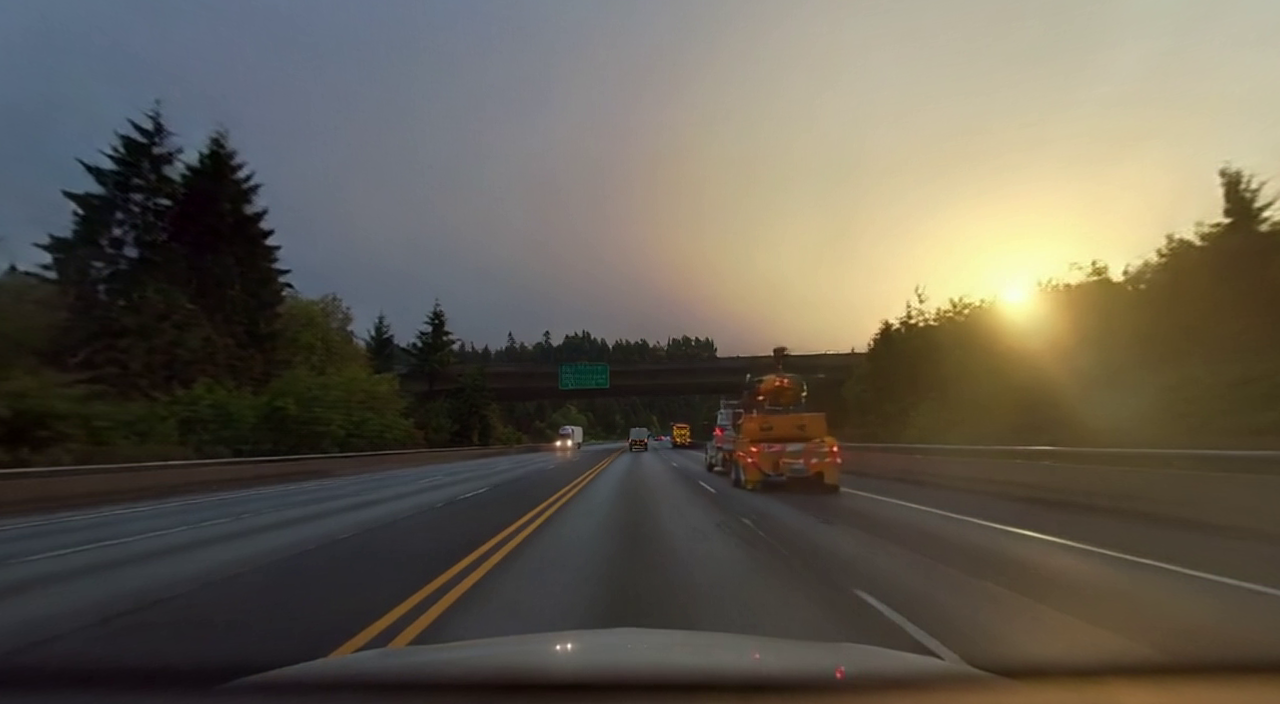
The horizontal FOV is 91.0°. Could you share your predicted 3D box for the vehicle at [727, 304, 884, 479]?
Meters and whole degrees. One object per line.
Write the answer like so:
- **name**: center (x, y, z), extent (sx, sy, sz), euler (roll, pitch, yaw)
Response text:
- **vehicle**: center (4.390, 1.336, 18.024), extent (2.875, 4.206, 4.999), euler (-3, -9, 0)
